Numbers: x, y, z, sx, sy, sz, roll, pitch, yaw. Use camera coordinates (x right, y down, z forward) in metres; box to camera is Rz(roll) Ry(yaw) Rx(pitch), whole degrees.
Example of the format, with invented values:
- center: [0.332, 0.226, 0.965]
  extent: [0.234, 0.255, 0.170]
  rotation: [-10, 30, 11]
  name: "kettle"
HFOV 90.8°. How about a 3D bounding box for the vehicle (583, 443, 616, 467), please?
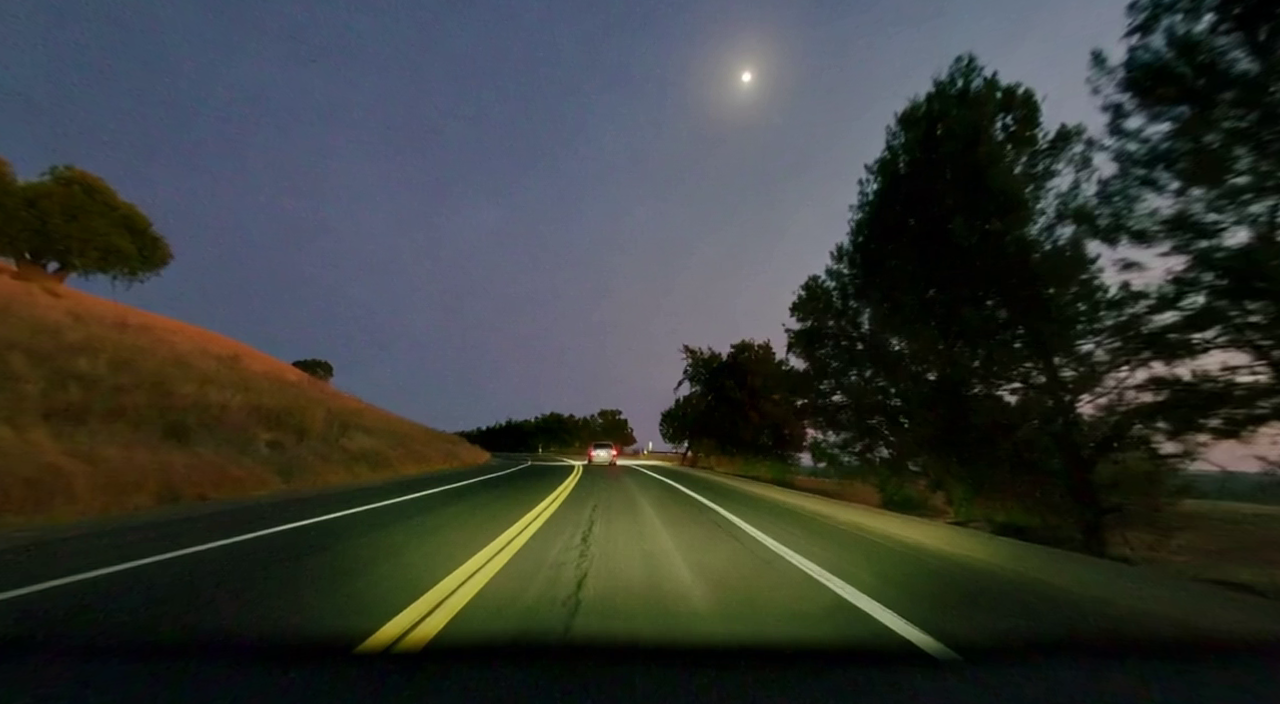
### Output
- center: [-3.154, 7.898, 48.496]
  extent: [2.195, 1.749, 4.260]
  rotation: [1, -9, -7]
  name: "vehicle"
